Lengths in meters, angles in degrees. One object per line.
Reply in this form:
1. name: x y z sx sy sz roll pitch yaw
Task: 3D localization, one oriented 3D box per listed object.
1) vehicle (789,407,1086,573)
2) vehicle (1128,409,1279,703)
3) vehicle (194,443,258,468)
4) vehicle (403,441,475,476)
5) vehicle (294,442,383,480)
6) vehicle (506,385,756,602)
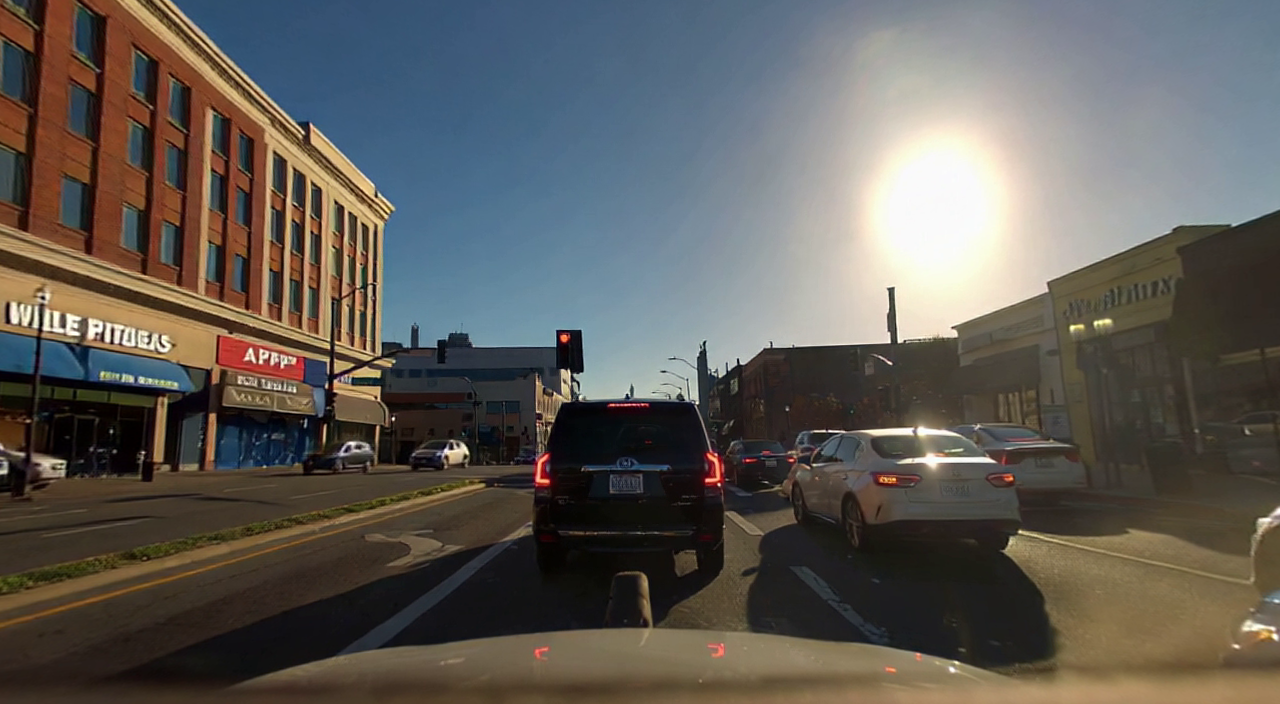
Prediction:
1. vehicle: 3.627 1.756 8.816 2.036 1.719 4.318 0 -8 0
2. vehicle: 3.368 0.729 0.812 1.884 1.484 4.609 0 -8 2
3. vehicle: -27.422 6.870 41.871 1.693 1.563 3.716 0 -8 0
4. vehicle: -11.412 6.079 36.284 2.224 1.840 5.290 0 -8 3
5. vehicle: -14.826 5.375 31.351 2.102 1.737 4.570 0 -8 1
6. vehicle: 0.007 1.535 7.684 2.154 1.861 4.280 0 -8 3
